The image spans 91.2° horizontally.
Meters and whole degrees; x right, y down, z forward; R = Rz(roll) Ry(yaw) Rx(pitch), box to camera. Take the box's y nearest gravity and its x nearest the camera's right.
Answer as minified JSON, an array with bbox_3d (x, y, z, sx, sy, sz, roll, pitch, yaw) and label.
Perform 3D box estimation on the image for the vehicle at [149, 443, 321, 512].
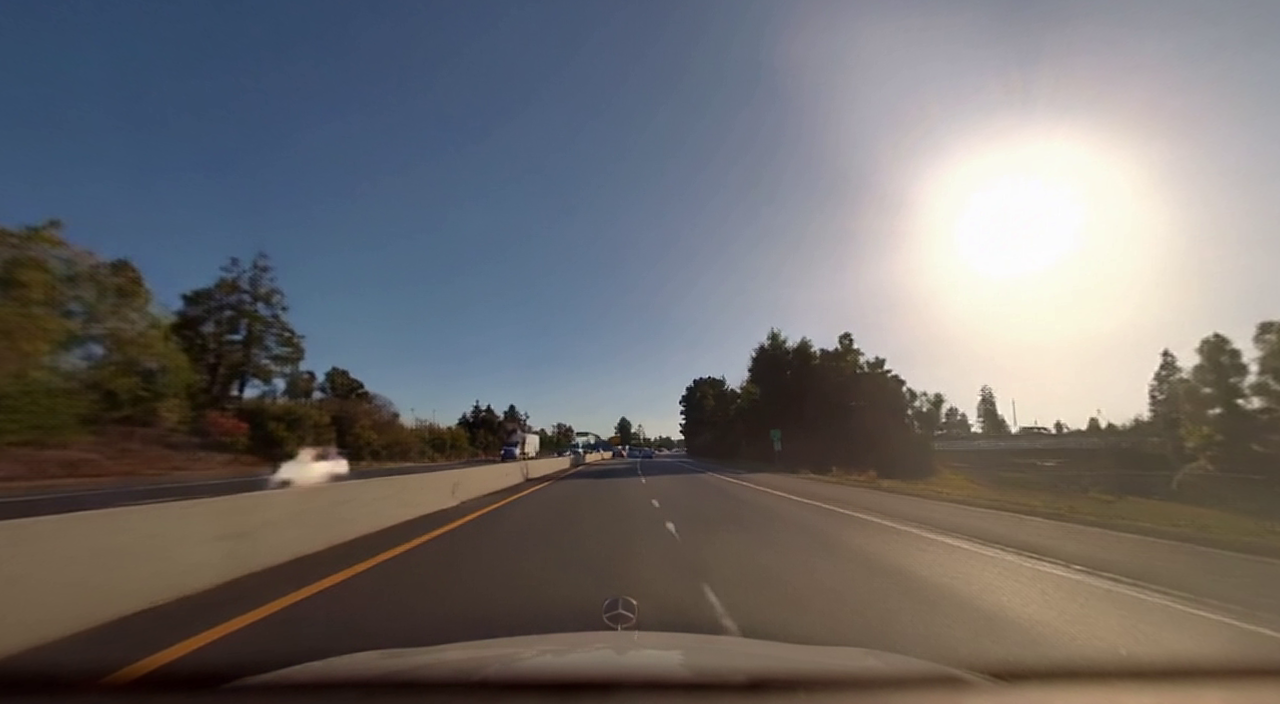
[{"bbox_3d":[-10.394,3.215,16.518,1.895,1.552,4.010,0,-9,-1],"label":"vehicle"}]
